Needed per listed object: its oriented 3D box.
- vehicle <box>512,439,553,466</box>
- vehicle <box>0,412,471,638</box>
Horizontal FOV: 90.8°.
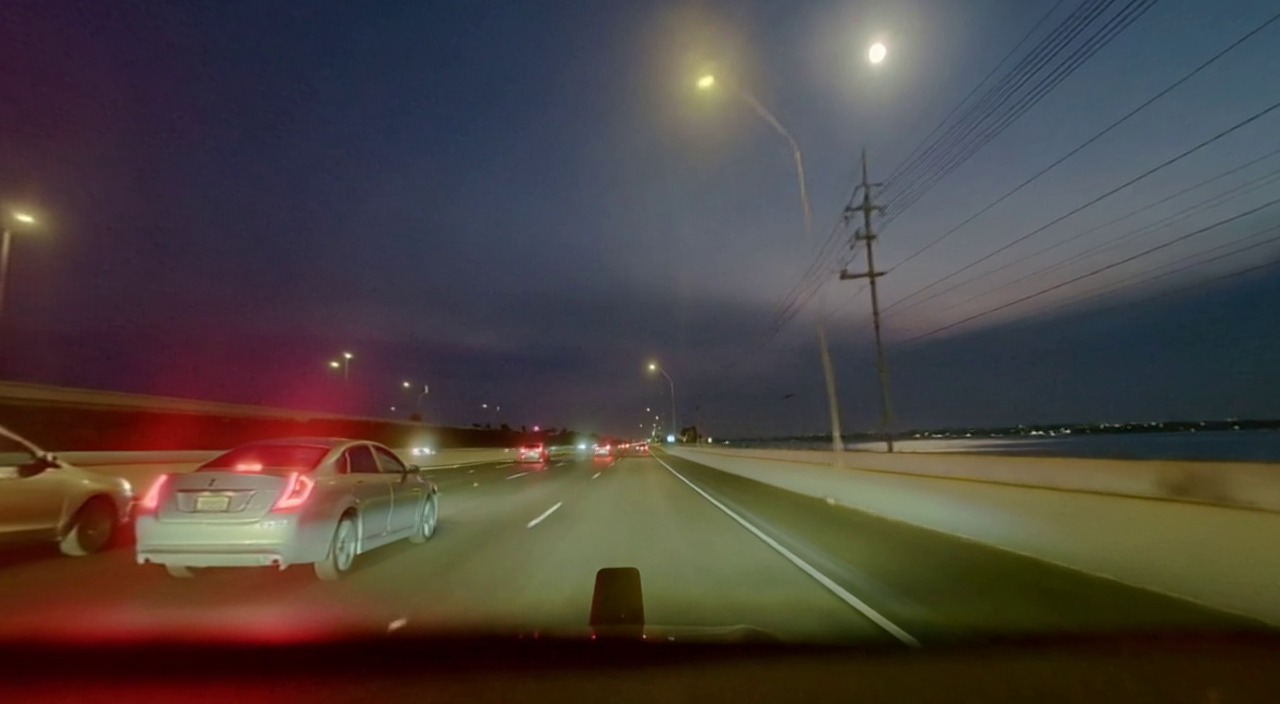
[{"bbox_3d":[-7.409,6.989,44.013,2.050,1.717,4.418,0,-8,0],"label":"vehicle"},{"bbox_3d":[-3.390,1.496,6.525,2.015,1.501,4.454,0,-8,0],"label":"vehicle"}]
